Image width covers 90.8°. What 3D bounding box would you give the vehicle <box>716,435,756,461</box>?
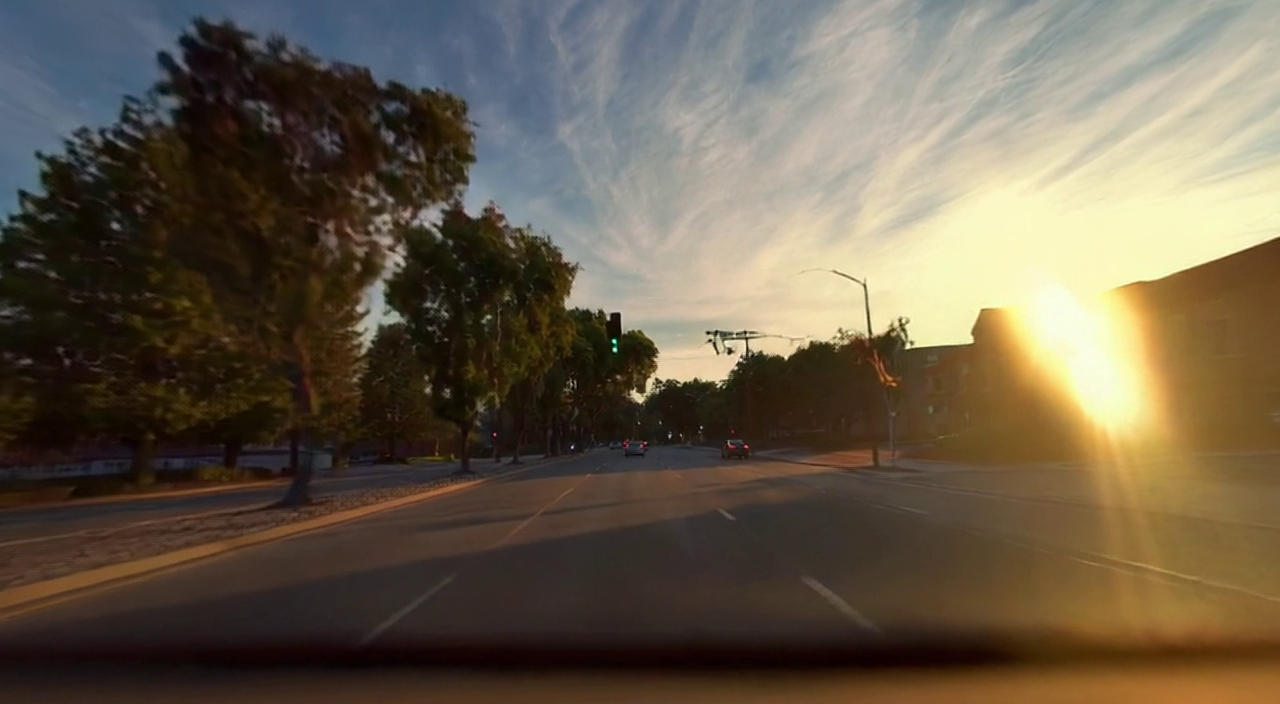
[{"bbox_3d":[6.753,6.843,44.939,2.011,1.710,4.357,0,-9,-2],"label":"vehicle"}]
